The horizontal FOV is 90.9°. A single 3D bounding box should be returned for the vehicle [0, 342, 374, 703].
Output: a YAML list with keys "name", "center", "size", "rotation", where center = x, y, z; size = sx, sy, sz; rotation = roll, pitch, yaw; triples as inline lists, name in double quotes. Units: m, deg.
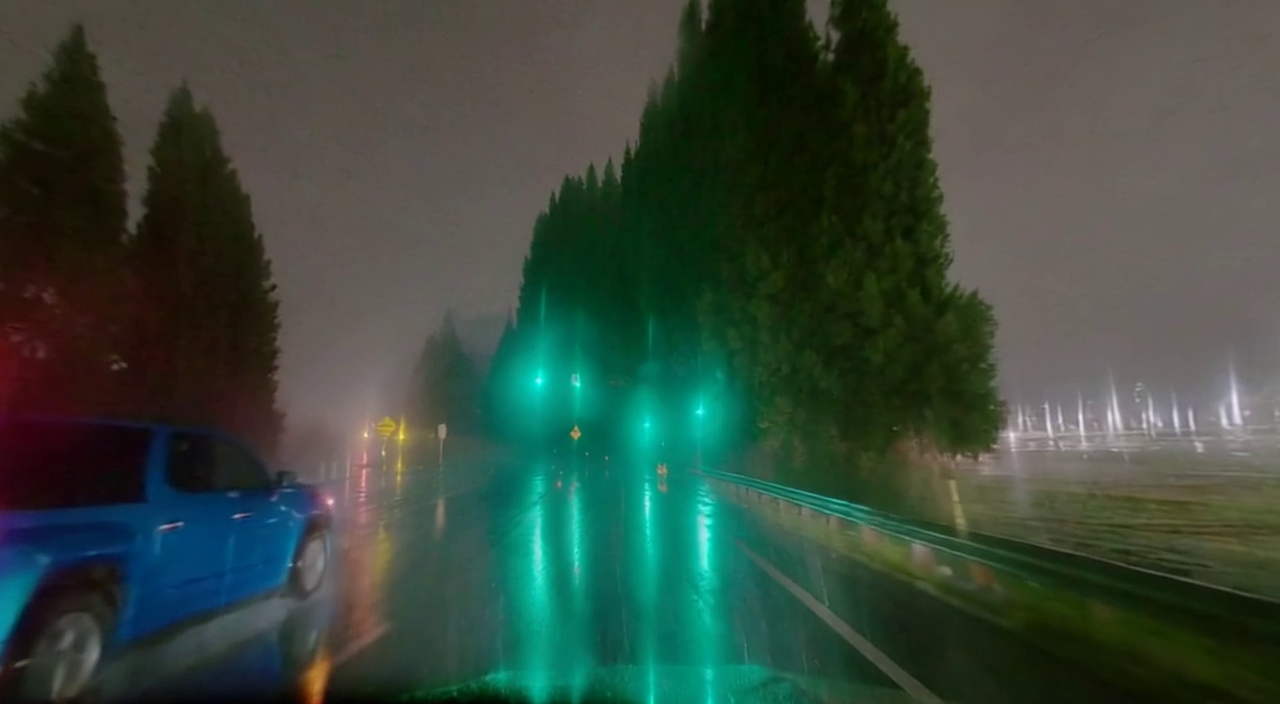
- name: "vehicle"
  center: [-4.204, 1.153, 4.715]
  size: [2.336, 1.857, 4.986]
  rotation: [0, -8, -1]
